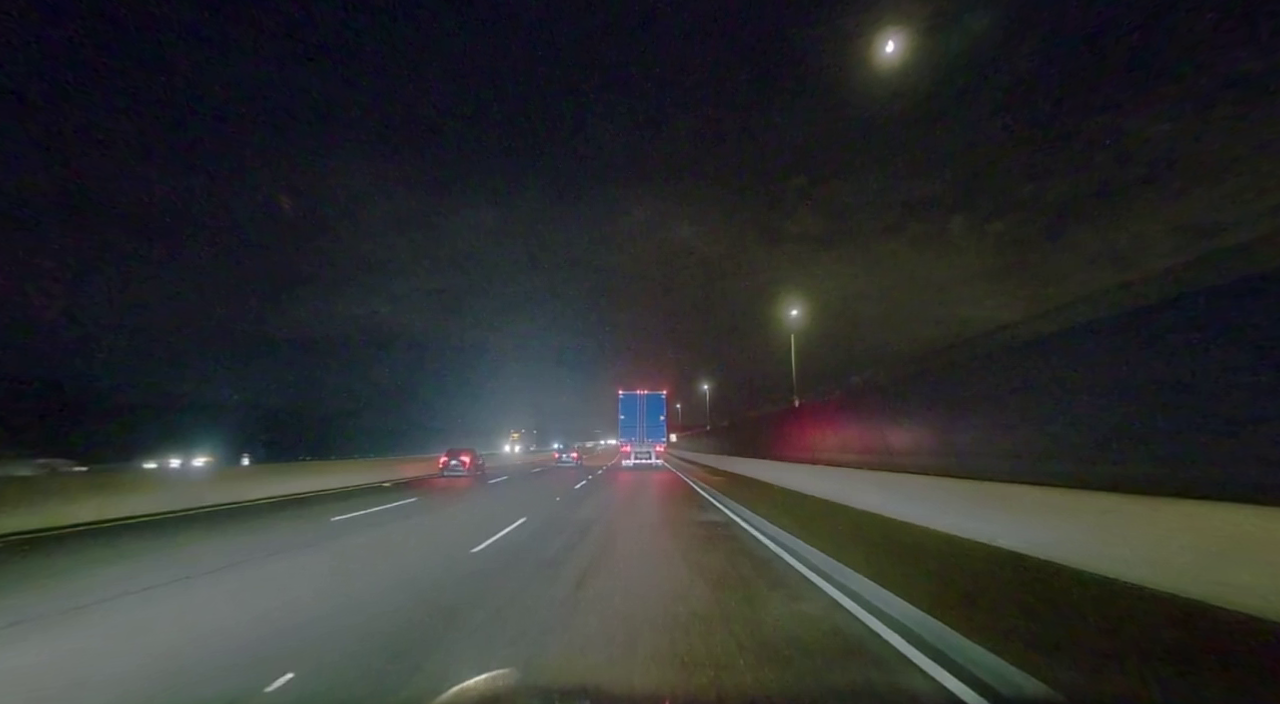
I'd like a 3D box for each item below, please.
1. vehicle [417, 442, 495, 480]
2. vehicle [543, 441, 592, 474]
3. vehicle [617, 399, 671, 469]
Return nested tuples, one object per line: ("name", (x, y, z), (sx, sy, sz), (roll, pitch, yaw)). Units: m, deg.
("vehicle", (-7.908, 4.734, 27.438), (1.968, 1.507, 4.673), (0, -9, 0))
("vehicle", (-3.674, 5.411, 32.242), (2.006, 1.572, 4.082), (0, -9, 0))
("vehicle", (0.241, 5.607, 41.980), (3.123, 4.094, 10.812), (0, -9, 0))
